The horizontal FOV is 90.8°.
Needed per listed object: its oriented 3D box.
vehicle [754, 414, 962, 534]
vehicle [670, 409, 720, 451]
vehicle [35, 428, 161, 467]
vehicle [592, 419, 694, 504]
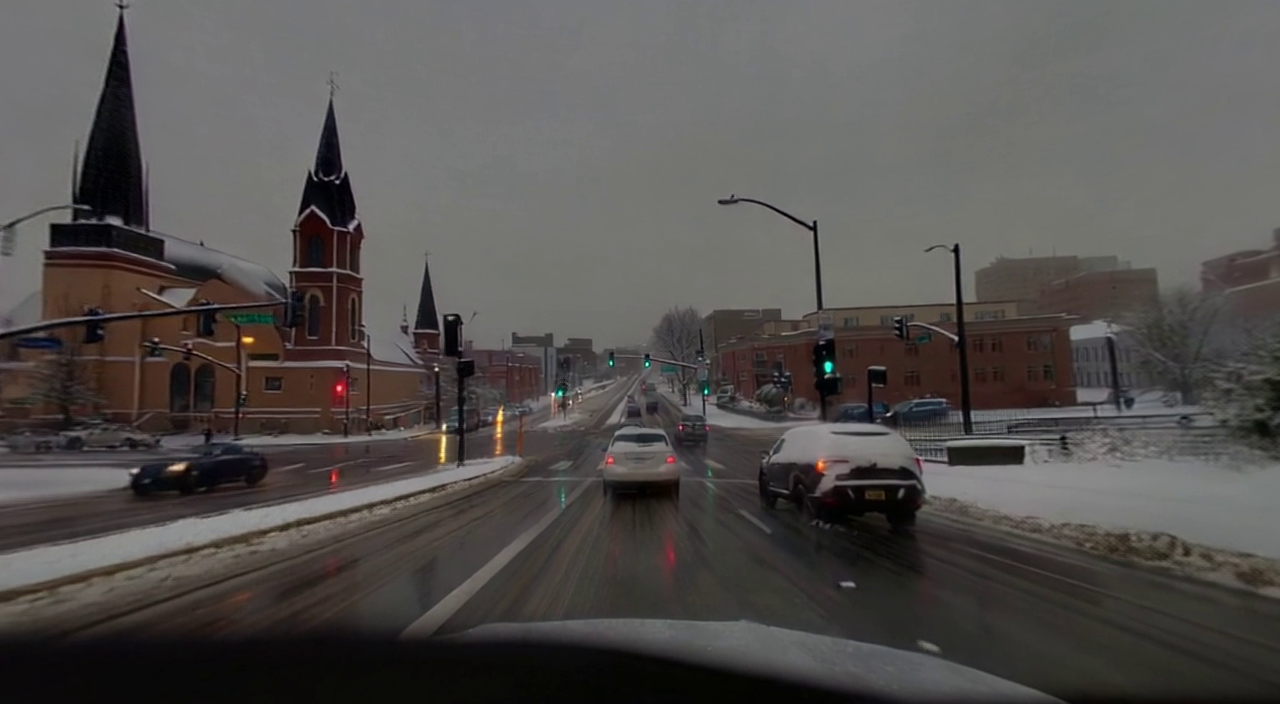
[{"bbox_3d":[3.624,2.135,11.643,2.080,1.735,4.650,0,-8,-1],"label":"vehicle"},{"bbox_3d":[3.062,4.408,36.432,2.228,1.922,5.335,0,-2,-2],"label":"vehicle"},{"bbox_3d":[-30.225,5.312,35.382,4.955,1.828,2.268,0,-3,-3],"label":"vehicle"},{"bbox_3d":[0.130,2.640,15.559,2.168,1.776,4.135,0,-8,2],"label":"vehicle"}]
